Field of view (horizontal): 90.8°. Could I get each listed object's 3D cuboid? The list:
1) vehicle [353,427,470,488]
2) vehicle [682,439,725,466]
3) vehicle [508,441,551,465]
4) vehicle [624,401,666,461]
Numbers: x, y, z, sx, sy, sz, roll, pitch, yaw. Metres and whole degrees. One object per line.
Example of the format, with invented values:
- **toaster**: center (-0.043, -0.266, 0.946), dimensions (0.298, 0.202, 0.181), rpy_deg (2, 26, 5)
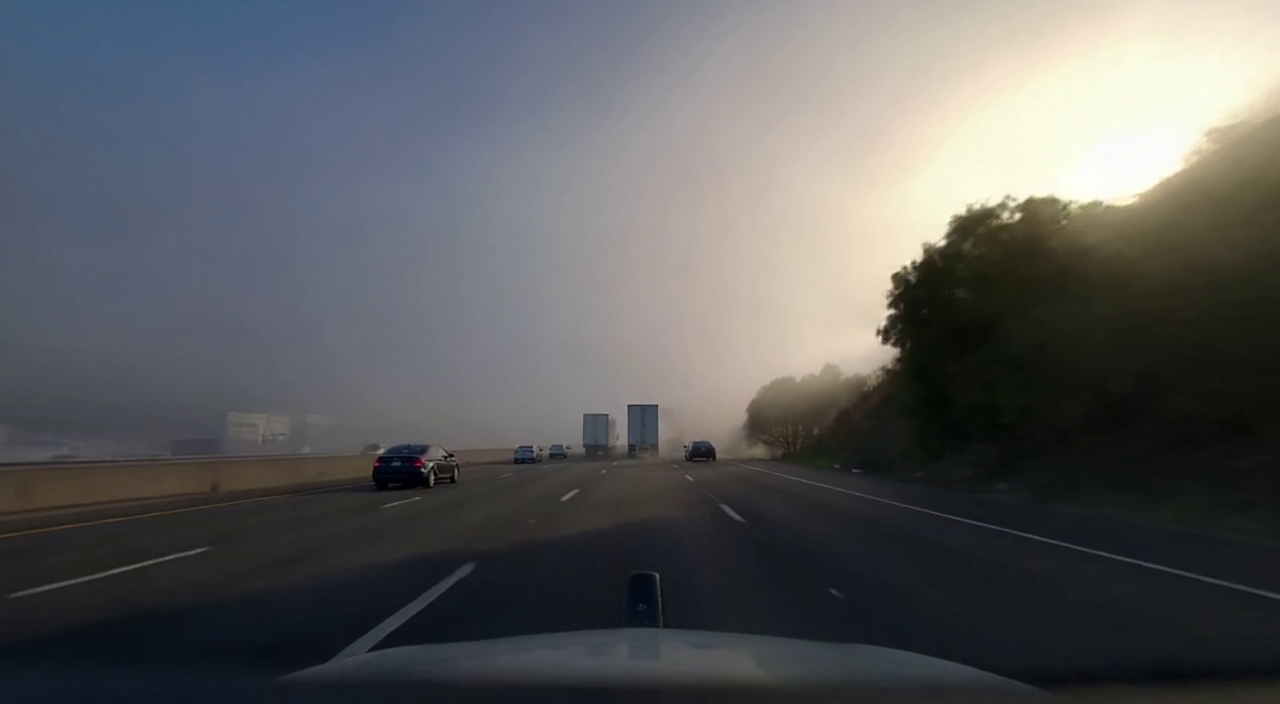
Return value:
- **vehicle**: center (-7.272, 3.418, 20.672), dimensions (2.122, 1.754, 4.379), rpy_deg (0, -8, 1)
- **vehicle**: center (3.652, 5.876, 36.976), dimensions (2.006, 1.452, 4.246), rpy_deg (0, -9, -1)
- **vehicle**: center (-6.990, 6.411, 40.254), dimensions (1.891, 1.460, 4.506), rpy_deg (0, -8, 0)
- **vehicle**: center (0.299, 6.318, 49.555), dimensions (2.969, 4.104, 10.906), rpy_deg (0, -9, -1)
